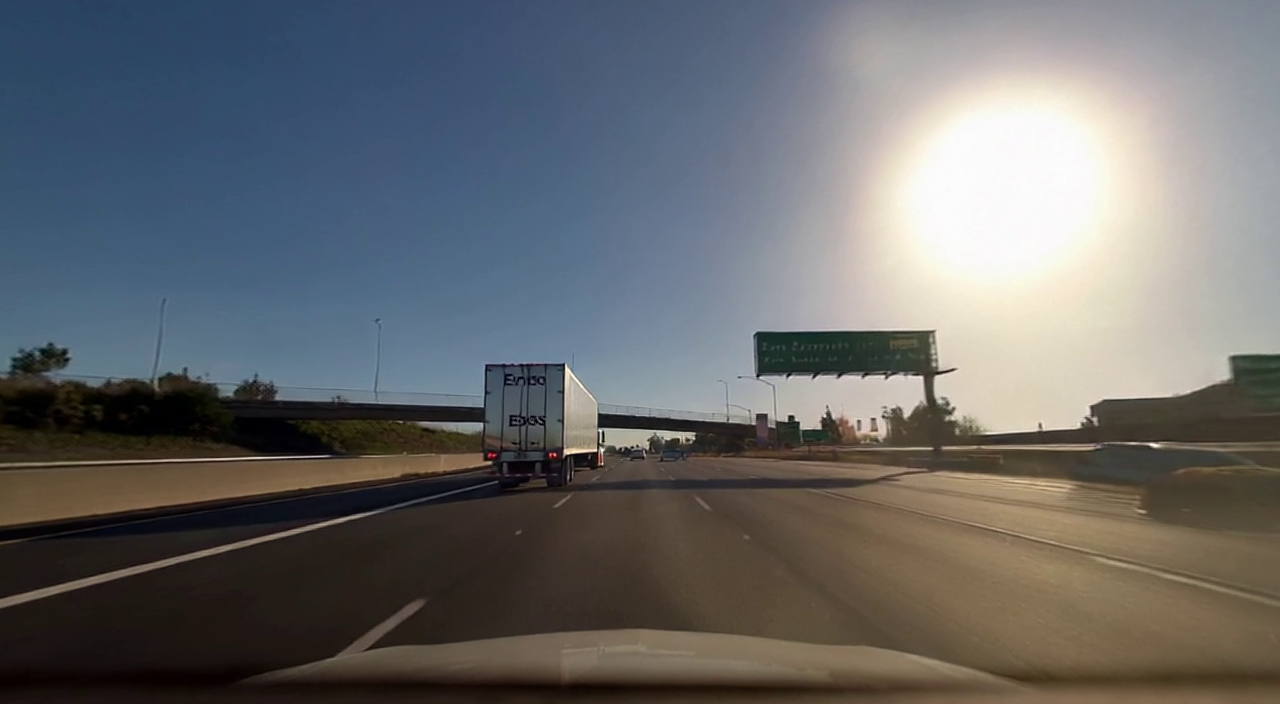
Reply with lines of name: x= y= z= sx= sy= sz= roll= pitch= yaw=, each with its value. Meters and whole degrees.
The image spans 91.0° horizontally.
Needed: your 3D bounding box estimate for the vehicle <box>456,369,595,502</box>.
vehicle: x=-3.274 y=2.799 z=20.653 sx=2.922 sy=3.458 sz=8.360 roll=0 pitch=-9 yaw=0
